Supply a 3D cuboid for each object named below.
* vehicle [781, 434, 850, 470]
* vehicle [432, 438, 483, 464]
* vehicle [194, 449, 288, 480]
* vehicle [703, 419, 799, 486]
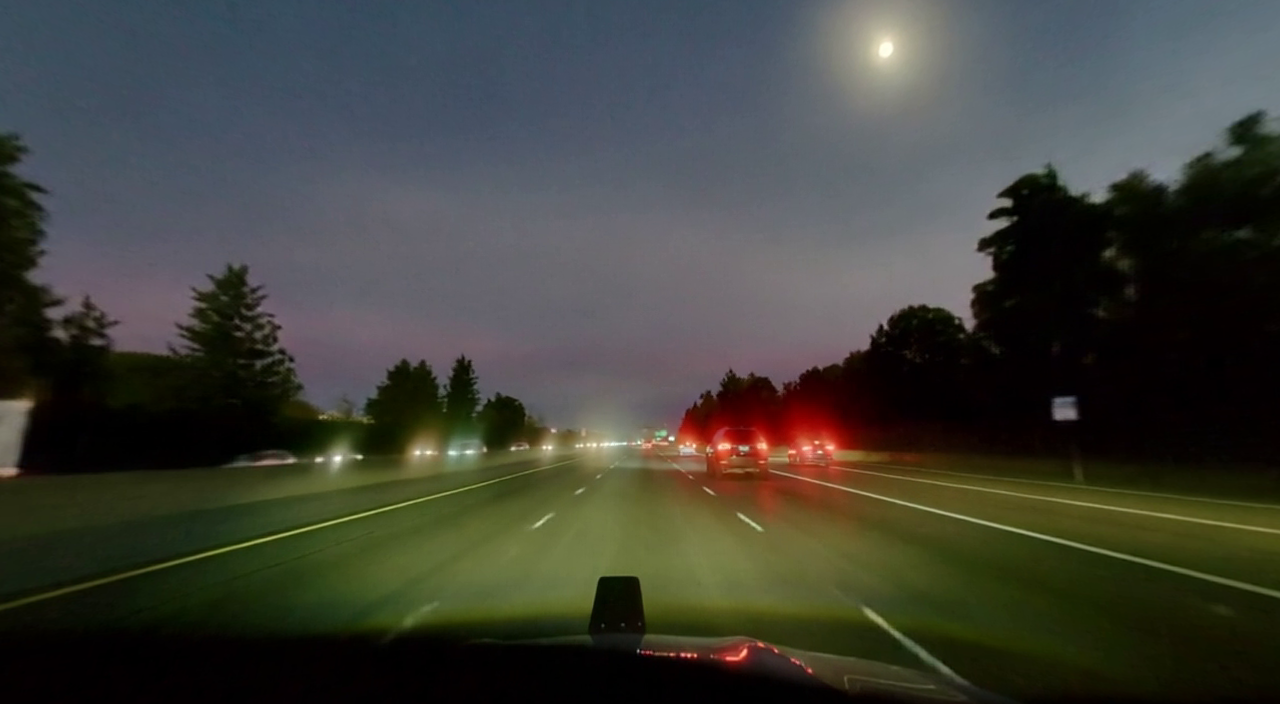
[{"bbox_3d":[8.836,5.056,32.162,2.045,1.658,4.598,0,-8,-2],"label":"vehicle"},{"bbox_3d":[-13.998,7.606,48.761,2.297,1.834,5.498,-1,-8,1],"label":"vehicle"},{"bbox_3d":[-21.136,5.944,33.684,1.919,1.469,4.684,-1,-8,0],"label":"vehicle"},{"bbox_3d":[3.573,3.400,21.560,2.218,1.964,5.662,0,-8,0],"label":"vehicle"}]
